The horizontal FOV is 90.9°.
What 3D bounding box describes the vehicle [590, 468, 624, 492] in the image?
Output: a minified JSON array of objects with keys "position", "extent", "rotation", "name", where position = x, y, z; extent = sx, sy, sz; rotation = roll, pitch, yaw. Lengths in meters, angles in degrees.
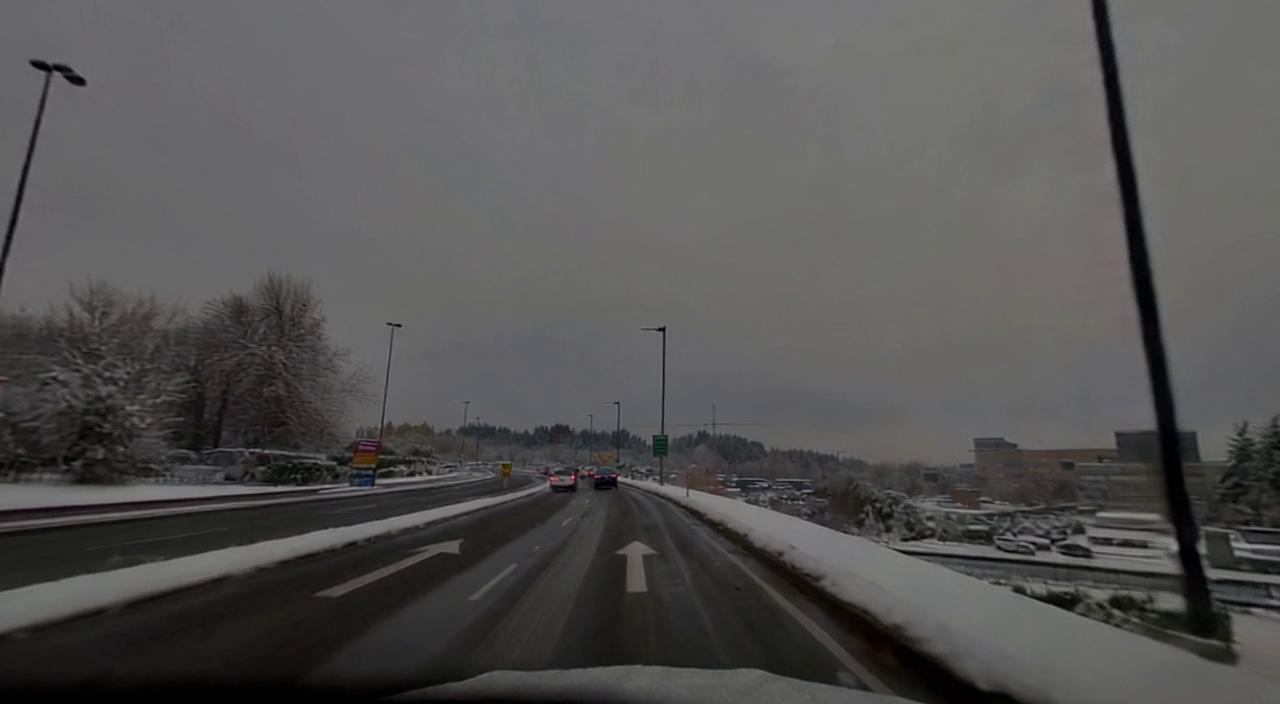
[{"position":[-2.365,8.949,44.216],"extent":[2.129,1.471,4.258],"rotation":[2,-11,-6],"name":"vehicle"}]
